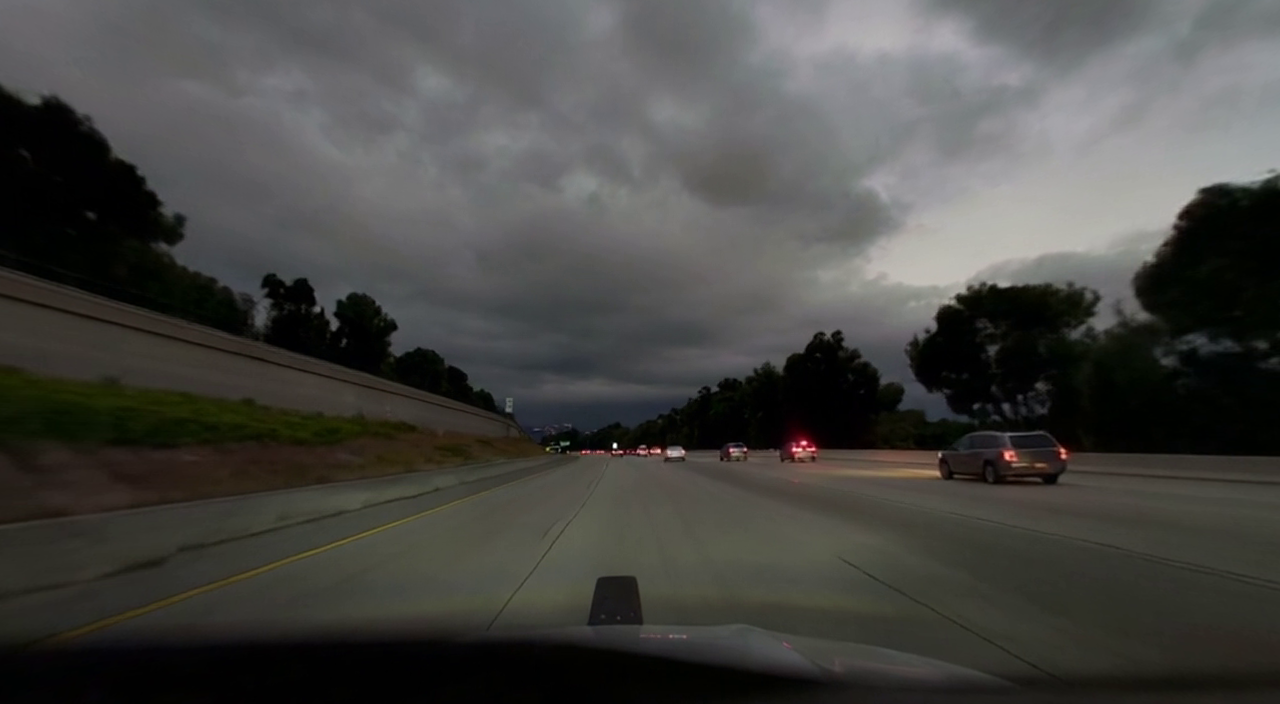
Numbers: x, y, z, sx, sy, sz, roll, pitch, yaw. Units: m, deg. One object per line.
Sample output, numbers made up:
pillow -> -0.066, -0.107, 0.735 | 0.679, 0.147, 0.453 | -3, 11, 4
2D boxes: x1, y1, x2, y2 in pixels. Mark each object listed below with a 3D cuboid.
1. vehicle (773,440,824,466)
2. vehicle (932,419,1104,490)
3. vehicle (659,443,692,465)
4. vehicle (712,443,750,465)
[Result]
vehicle -> 10.379, 6.635, 41.531 | 1.987, 1.546, 4.271 | 0, -8, -4
vehicle -> 10.714, 2.947, 18.357 | 2.077, 1.763, 4.472 | 0, -8, -2
vehicle -> 2.476, 7.327, 45.264 | 1.934, 1.491, 3.982 | 0, -8, -3
vehicle -> 6.577, 7.382, 45.946 | 1.904, 1.488, 4.299 | 0, -8, -3
